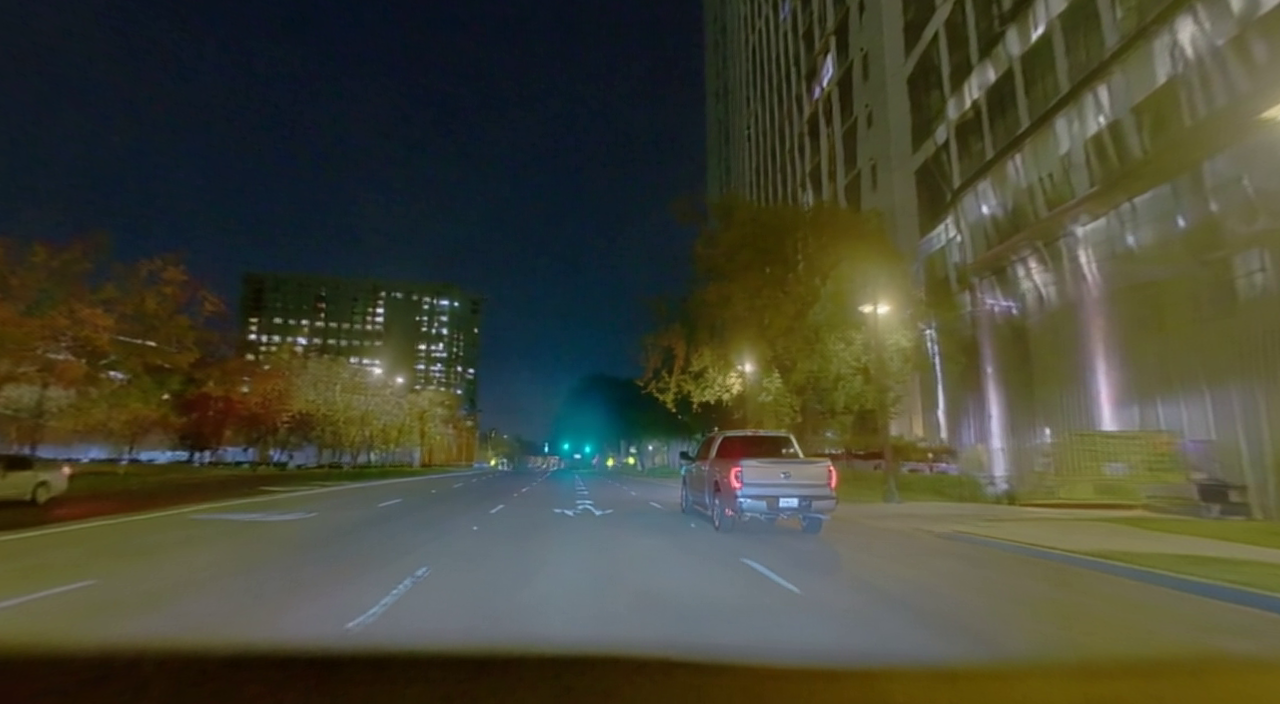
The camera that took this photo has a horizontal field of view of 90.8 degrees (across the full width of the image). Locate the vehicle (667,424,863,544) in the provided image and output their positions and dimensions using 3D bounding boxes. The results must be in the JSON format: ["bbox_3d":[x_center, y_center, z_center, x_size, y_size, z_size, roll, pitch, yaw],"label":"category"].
[{"bbox_3d":[2.188,2.611,13.252,2.402,1.922,5.677,1,-9,-6],"label":"vehicle"}]

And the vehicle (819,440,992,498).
[{"bbox_3d":[13.205,5.901,31.754,7.551,2.142,2.896,6,-11,-7],"label":"vehicle"}]
